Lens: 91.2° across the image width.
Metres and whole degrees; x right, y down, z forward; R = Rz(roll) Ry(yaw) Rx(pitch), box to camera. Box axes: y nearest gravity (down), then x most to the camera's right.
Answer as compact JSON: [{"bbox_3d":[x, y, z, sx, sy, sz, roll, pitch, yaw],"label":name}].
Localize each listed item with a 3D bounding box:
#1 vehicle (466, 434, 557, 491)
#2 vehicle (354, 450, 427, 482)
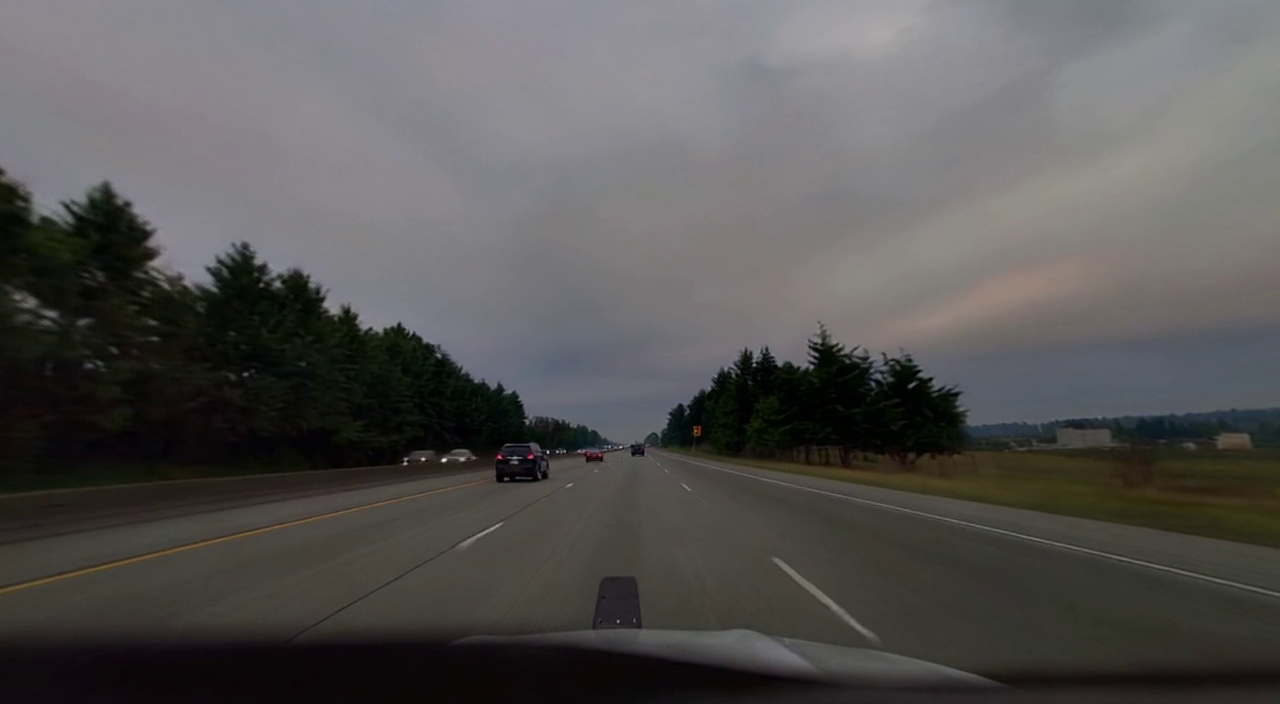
[{"bbox_3d":[-4.170,3.671,21.114,2.151,1.693,4.201,0,-9,0],"label":"vehicle"},{"bbox_3d":[-12.848,5.873,32.558,2.007,1.495,4.319,0,-9,0],"label":"vehicle"}]
